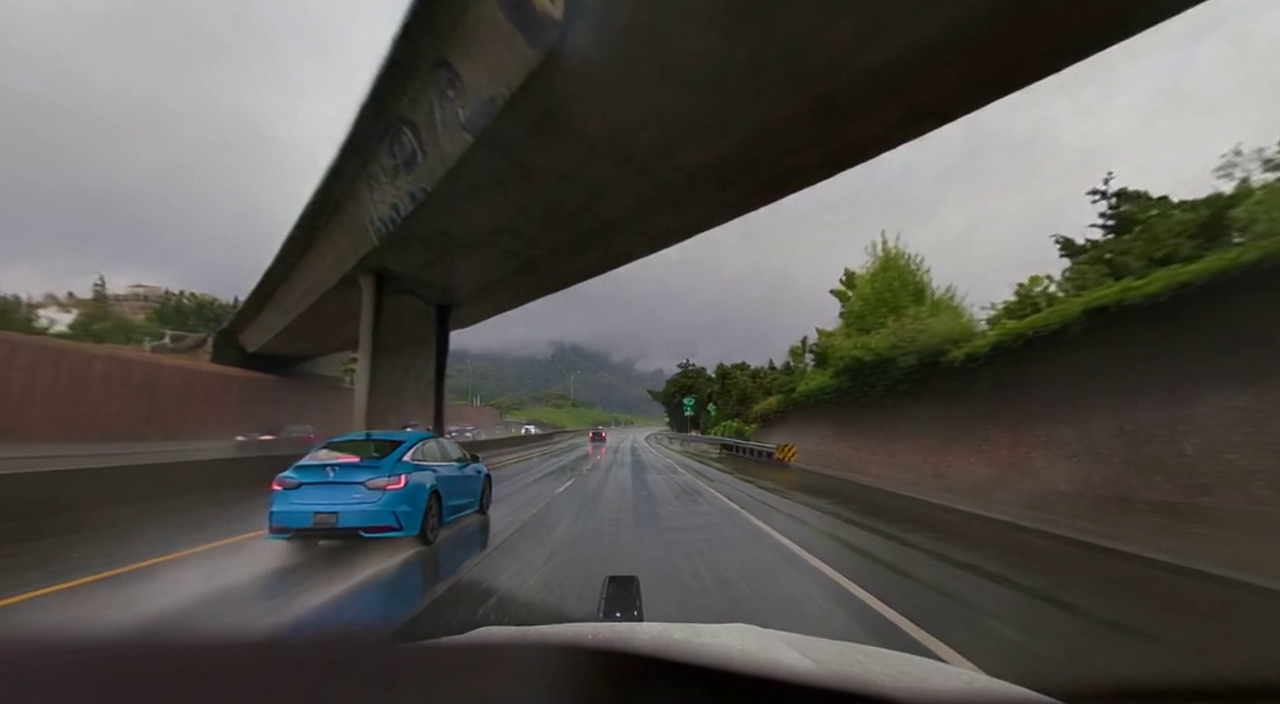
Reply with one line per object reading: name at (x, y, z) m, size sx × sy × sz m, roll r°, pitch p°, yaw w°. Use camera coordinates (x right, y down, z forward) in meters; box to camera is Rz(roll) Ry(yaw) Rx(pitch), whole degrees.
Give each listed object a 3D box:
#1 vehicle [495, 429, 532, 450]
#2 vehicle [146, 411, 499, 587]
vehicle at (-9.381, 6.527, 47.049) m, size 2.016 × 1.432 × 3.691 m, roll 0°, pitch -8°, yaw 0°
vehicle at (-3.345, 1.614, 7.951) m, size 2.108 × 1.555 × 4.574 m, roll 0°, pitch -8°, yaw -1°
